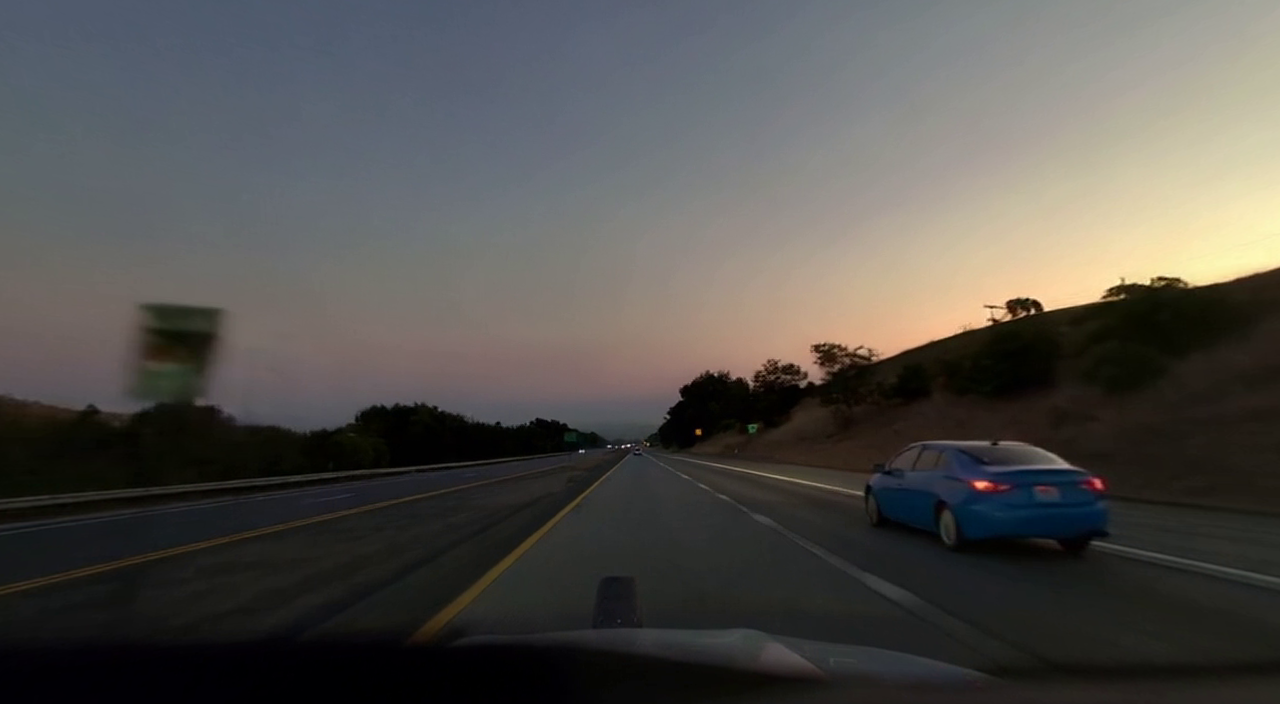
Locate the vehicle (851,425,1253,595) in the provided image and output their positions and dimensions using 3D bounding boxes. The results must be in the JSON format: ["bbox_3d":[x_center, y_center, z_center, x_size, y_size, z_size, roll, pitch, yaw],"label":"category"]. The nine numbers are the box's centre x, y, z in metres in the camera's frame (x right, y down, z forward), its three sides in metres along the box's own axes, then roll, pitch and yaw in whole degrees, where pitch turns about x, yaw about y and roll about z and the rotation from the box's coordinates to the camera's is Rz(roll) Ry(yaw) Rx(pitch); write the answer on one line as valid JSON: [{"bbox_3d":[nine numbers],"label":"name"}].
[{"bbox_3d":[4.278,1.690,7.548,1.981,1.440,4.125,0,-9,-1],"label":"vehicle"}]
